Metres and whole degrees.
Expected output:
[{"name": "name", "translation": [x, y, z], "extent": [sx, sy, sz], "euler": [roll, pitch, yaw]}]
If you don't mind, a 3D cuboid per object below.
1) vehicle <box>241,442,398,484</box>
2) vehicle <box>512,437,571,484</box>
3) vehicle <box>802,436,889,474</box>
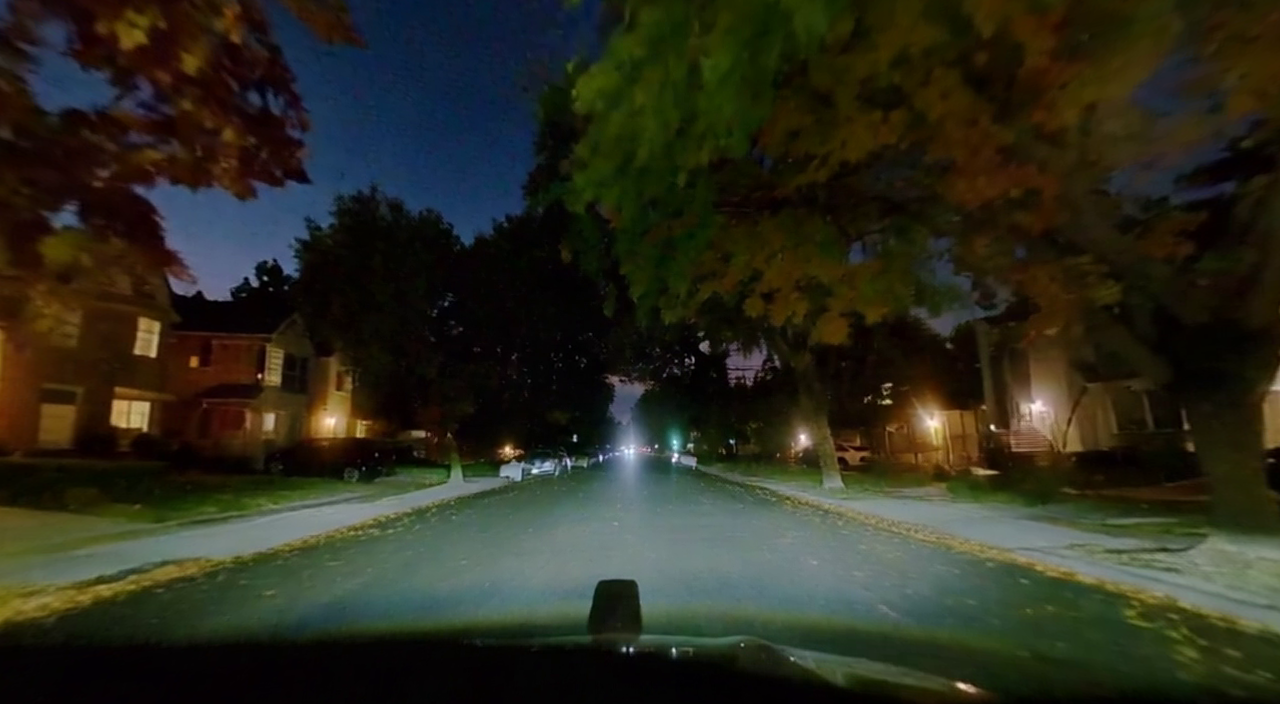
[{"name": "vehicle", "translation": [-12.403, 4.320, 24.612], "extent": [4.977, 1.558, 2.079], "euler": [0, -9, 0]}, {"name": "vehicle", "translation": [-5.578, 6.183, 36.435], "extent": [2.482, 2.054, 5.323], "euler": [1, -3, 1]}, {"name": "vehicle", "translation": [10.038, 5.043, 30.964], "extent": [3.647, 1.784, 1.650], "euler": [-1, -8, 1]}]
